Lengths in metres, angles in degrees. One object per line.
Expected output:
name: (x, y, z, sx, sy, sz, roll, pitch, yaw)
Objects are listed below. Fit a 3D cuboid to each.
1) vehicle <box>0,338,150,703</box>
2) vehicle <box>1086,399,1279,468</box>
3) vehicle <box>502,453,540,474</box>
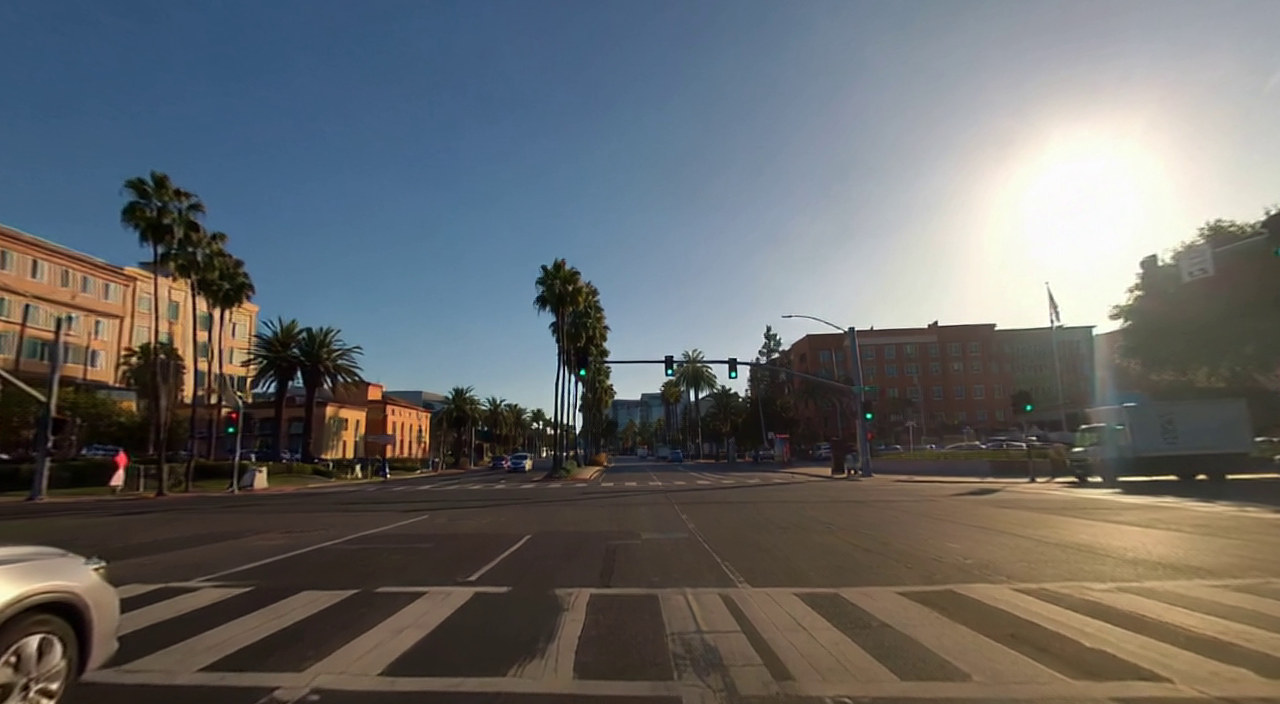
vehicle: (-3.390, 0.547, 0.641, 2.026, 1.723, 4.832, 0, -9, -2)
vehicle: (32.565, 5.026, 38.406, 2.863, 3.609, 10.252, 0, -9, -3)
vehicle: (-9.147, 8.623, 48.985, 2.095, 1.482, 4.523, 0, -9, 0)
